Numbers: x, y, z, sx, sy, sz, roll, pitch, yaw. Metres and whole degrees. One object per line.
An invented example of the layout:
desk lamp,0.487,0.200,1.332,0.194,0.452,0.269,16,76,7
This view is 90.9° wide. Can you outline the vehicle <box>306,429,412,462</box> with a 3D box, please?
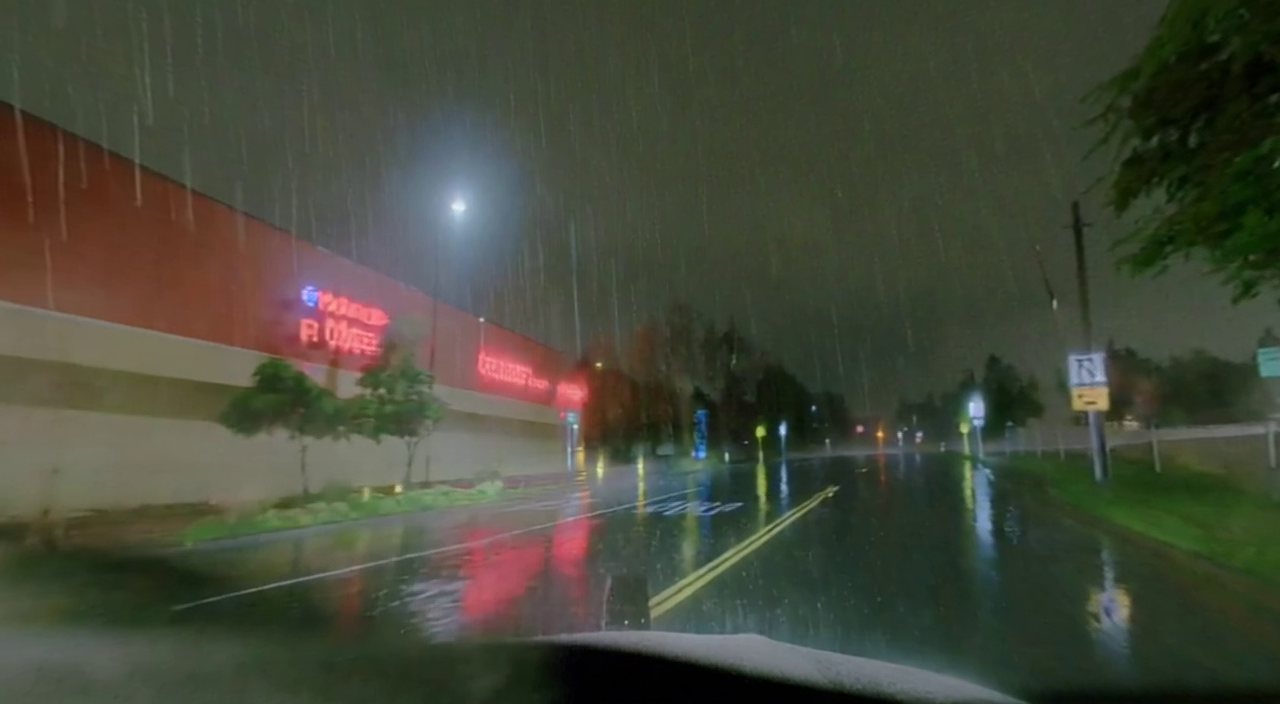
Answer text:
vehicle,-15.278,5.092,34.282,5.035,1.666,2.449,-4,-9,25
